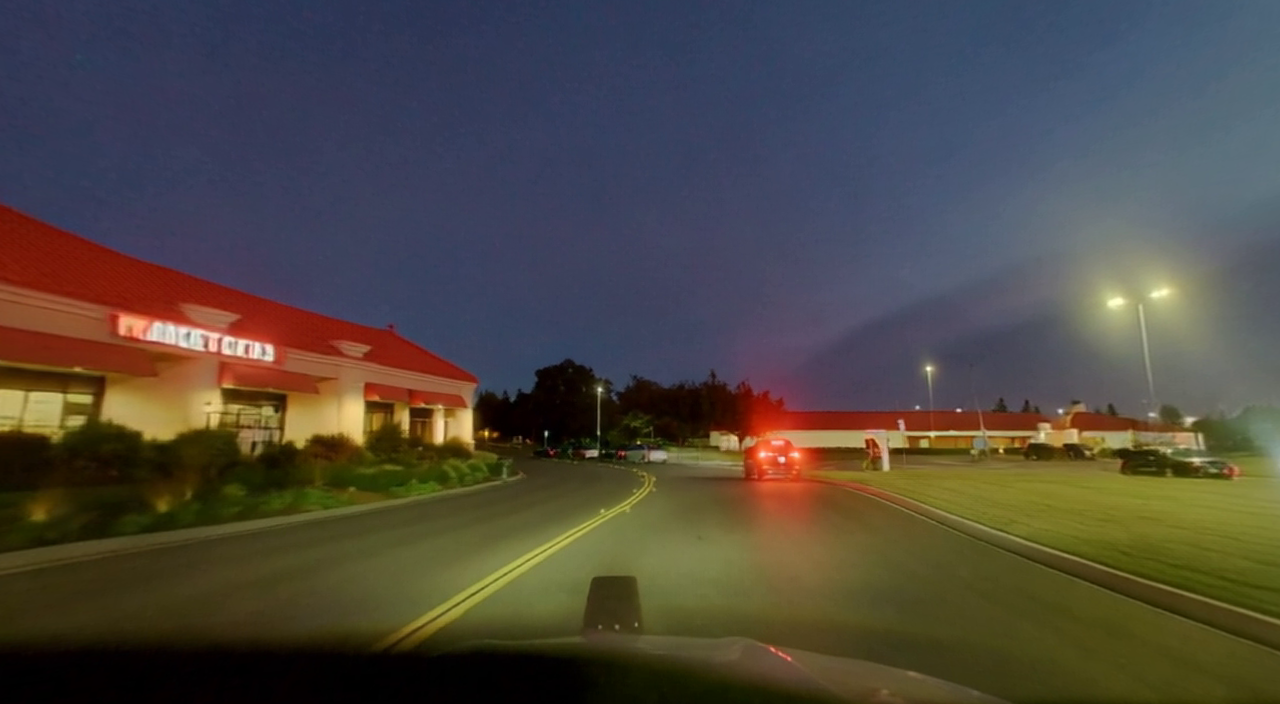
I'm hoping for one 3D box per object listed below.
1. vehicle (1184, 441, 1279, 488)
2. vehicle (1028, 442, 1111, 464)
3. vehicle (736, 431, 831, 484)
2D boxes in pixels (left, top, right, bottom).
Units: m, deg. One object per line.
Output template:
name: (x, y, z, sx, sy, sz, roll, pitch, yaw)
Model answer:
vehicle: (23.561, 4.371, 24.901, 4.545, 1.640, 1.866, 5, -10, -33)
vehicle: (32.732, 7.664, 48.239, 1.815, 1.574, 4.800, 5, -10, -32)
vehicle: (5.223, 3.943, 23.892, 2.292, 1.767, 5.128, 0, -8, -1)
